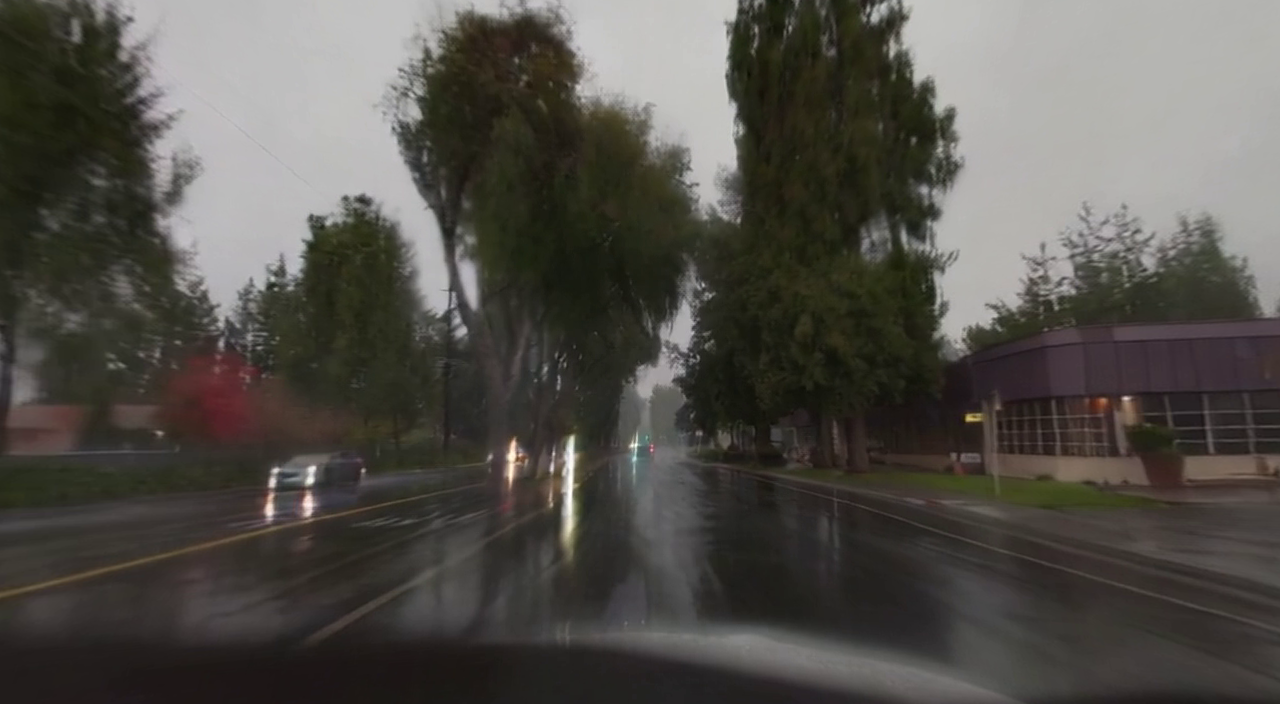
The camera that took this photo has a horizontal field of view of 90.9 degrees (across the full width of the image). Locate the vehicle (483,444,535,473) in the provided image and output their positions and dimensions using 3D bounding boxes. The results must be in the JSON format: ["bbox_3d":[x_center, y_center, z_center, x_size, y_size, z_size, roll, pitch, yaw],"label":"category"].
[{"bbox_3d":[-8.329,6.807,40.581,2.250,1.747,4.492,0,-8,2],"label":"vehicle"}]

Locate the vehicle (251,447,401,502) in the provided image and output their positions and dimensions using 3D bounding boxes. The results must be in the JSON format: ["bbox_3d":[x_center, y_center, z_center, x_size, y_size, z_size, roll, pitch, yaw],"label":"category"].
[{"bbox_3d":[-9.832,3.841,20.343,2.084,1.517,5.096,0,-8,2],"label":"vehicle"}]
